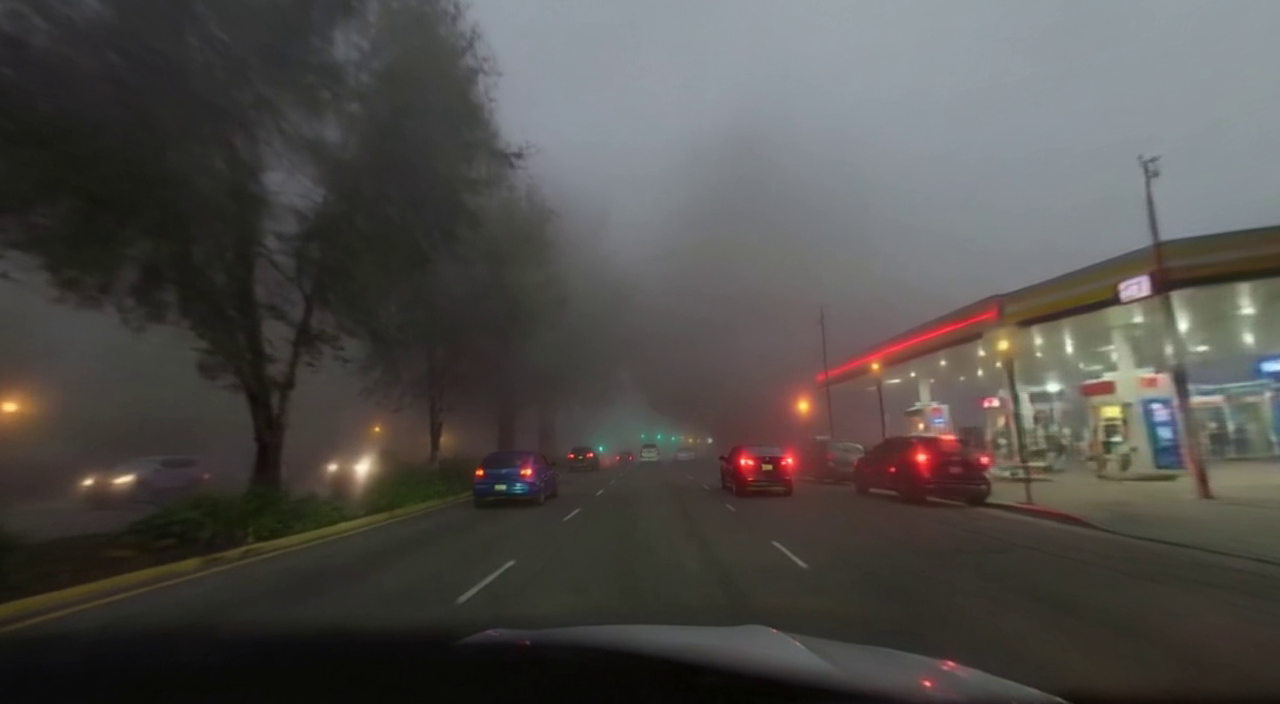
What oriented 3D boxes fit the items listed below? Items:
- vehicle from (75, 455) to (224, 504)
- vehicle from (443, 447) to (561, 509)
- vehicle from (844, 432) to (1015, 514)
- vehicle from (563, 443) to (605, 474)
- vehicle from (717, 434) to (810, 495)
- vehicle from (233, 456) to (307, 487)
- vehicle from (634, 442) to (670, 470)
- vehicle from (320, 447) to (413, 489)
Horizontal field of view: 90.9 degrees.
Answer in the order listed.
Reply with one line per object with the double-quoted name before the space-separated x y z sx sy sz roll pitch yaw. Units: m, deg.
"vehicle" -18.711 4.845 24.375 1.947 1.616 4.638 0 -8 1
"vehicle" -3.402 3.188 16.486 2.013 1.354 4.393 0 -8 1
"vehicle" 7.060 3.017 16.158 2.417 1.736 5.043 -1 -9 6
"vehicle" -3.220 6.163 36.742 1.988 1.645 3.995 0 -8 1
"vehicle" 3.789 3.558 20.290 1.980 1.709 4.813 0 -8 0
"vehicle" -21.996 7.078 37.679 1.821 1.645 4.211 0 -8 1
"vehicle" 0.765 6.740 41.031 2.192 1.674 4.124 0 -8 0
"vehicle" -12.263 5.191 28.682 2.096 1.720 4.694 0 -8 1
